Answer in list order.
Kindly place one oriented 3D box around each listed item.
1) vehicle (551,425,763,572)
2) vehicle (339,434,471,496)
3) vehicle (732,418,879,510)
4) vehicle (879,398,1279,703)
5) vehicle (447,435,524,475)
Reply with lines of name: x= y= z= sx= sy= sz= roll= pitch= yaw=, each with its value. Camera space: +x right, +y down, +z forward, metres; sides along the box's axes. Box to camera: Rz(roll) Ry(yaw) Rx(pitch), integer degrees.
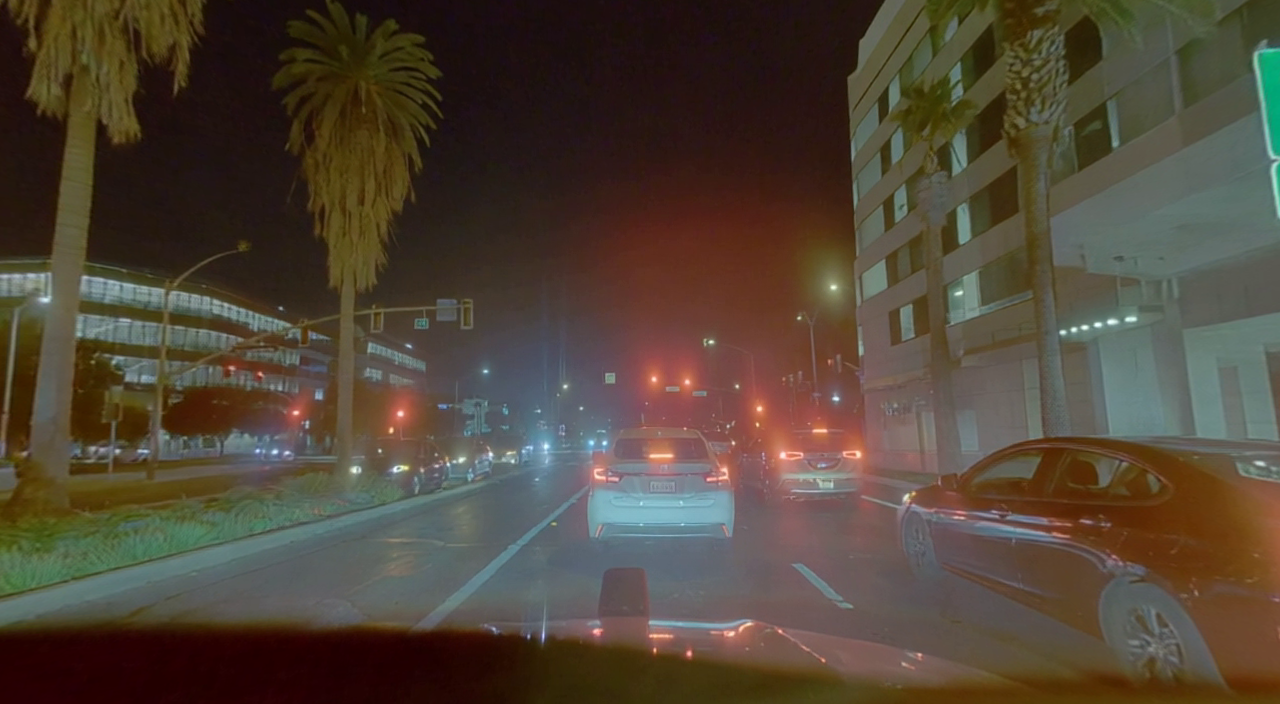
vehicle: x=0.179 y=1.786 z=8.462 sx=2.140 sy=1.474 sz=4.026 roll=0 pitch=-8 yaw=0
vehicle: x=-6.252 y=3.051 z=17.381 sx=1.900 sy=1.487 sz=4.165 roll=0 pitch=-8 yaw=2
vehicle: x=3.499 y=2.470 z=14.314 sx=2.169 sy=1.751 sz=4.276 roll=0 pitch=-8 yaw=0
vehicle: x=3.544 y=1.222 z=4.475 sx=1.910 sy=1.490 sz=4.661 roll=0 pitch=-8 yaw=1
vehicle: x=-6.050 y=4.094 z=25.236 sx=1.822 sy=1.456 sz=4.396 roll=-1 pitch=-8 yaw=2
